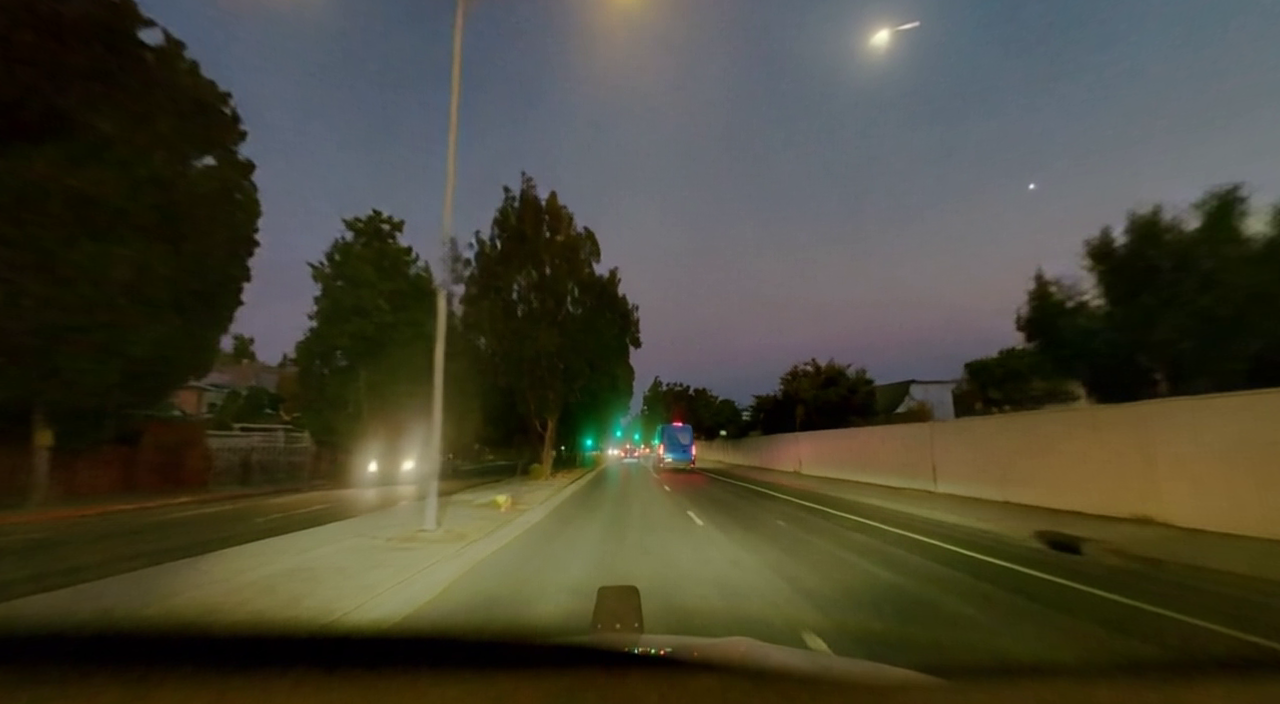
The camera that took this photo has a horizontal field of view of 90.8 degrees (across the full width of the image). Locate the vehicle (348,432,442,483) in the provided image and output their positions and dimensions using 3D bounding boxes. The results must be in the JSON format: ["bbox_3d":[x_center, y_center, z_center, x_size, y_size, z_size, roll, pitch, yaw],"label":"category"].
[{"bbox_3d":[-12.289,5.355,32.323,2.418,2.348,5.867,0,-9,0],"label":"vehicle"}]
